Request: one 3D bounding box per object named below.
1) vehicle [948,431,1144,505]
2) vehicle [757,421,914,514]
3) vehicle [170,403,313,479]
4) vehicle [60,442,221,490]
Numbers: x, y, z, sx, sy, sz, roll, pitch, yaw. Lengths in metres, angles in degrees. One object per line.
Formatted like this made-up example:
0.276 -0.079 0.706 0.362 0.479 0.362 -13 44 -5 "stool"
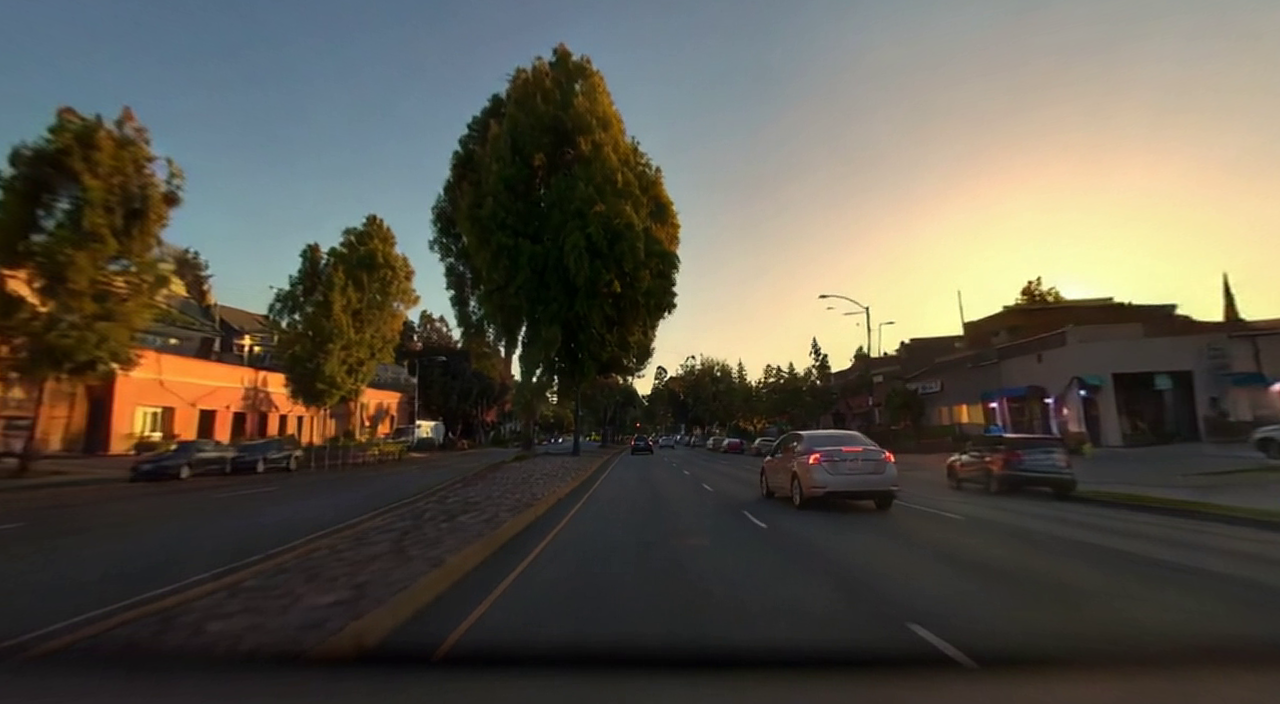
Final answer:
10.475 3.015 16.855 2.078 1.668 4.654 0 -8 0 "vehicle"
3.922 2.392 13.461 2.072 1.669 3.836 0 -8 0 "vehicle"
-19.182 4.377 30.900 2.811 3.326 6.083 0 -8 1 "vehicle"
-19.116 4.343 24.560 2.015 1.647 5.085 -1 -8 2 "vehicle"
